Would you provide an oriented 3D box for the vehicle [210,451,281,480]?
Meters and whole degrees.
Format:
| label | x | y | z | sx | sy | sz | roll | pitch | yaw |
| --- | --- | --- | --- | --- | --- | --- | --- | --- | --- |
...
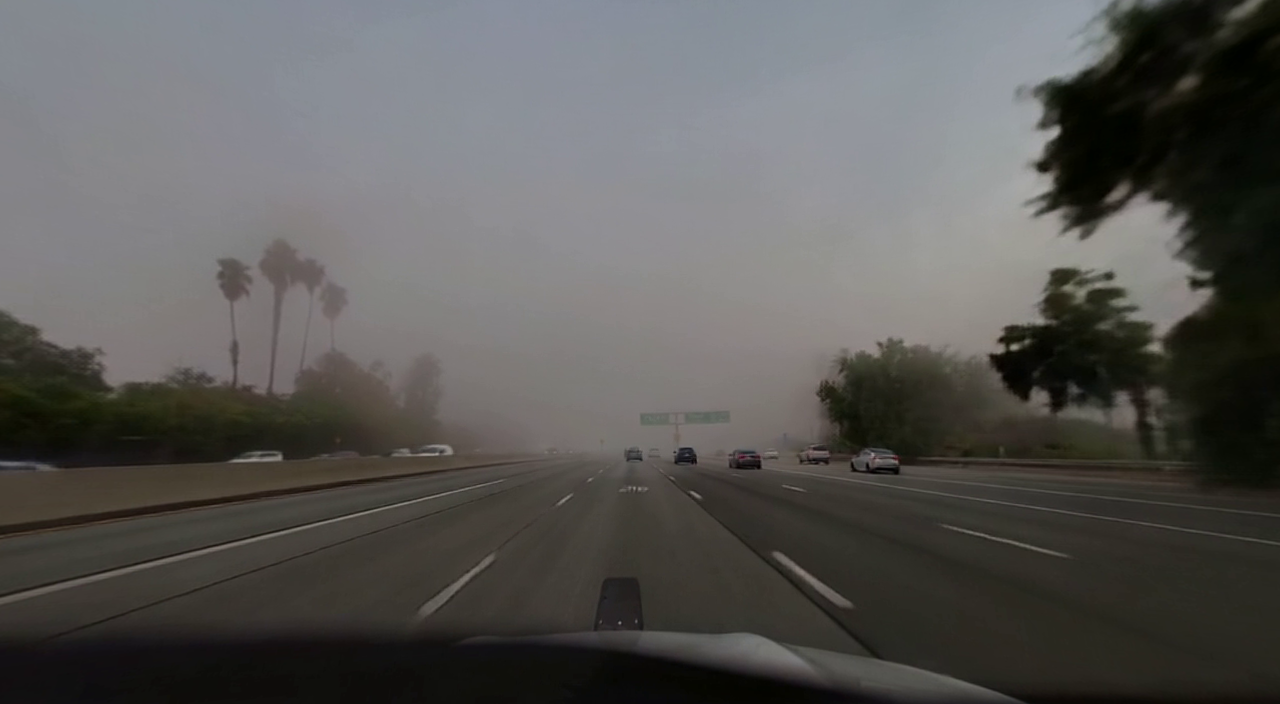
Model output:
| label | x | y | z | sx | sy | sz | roll | pitch | yaw |
| --- | --- | --- | --- | --- | --- | --- | --- | --- | --- |
| vehicle | -27.862 | 8.004 | 44.662 | 1.972 | 1.874 | 4.694 | 0 | -8 | -1 |

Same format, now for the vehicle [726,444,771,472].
| label | x | y | z | sx | sy | sz | roll | pitch | yaw |
| --- | --- | --- | --- | --- | --- | --- | --- | --- | --- |
| vehicle | 6.721 | 6.582 | 39.461 | 1.902 | 1.623 | 4.360 | 0 | -8 | -2 |

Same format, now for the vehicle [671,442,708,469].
| label | x | y | z | sx | sy | sz | roll | pitch | yaw |
| --- | --- | --- | --- | --- | --- | --- | --- | --- | --- |
| vehicle | 3.193 | 6.818 | 41.556 | 2.035 | 1.704 | 3.867 | 0 | -8 | -2 |

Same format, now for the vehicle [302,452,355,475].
| label | x | y | z | sx | sy | sz | roll | pitch | yaw |
| --- | --- | --- | --- | --- | --- | --- | --- | --- | --- |
| vehicle | -23.973 | 8.592 | 48.627 | 1.844 | 1.634 | 4.487 | 0 | -8 | 0 |

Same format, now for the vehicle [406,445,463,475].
| label | x | y | z | sx | sy | sz | roll | pitch | yaw |
| --- | --- | --- | --- | --- | --- | --- | --- | --- | --- |
| vehicle | -12.804 | 6.728 | 39.544 | 2.032 | 1.779 | 4.704 | 0 | -8 | 0 |
